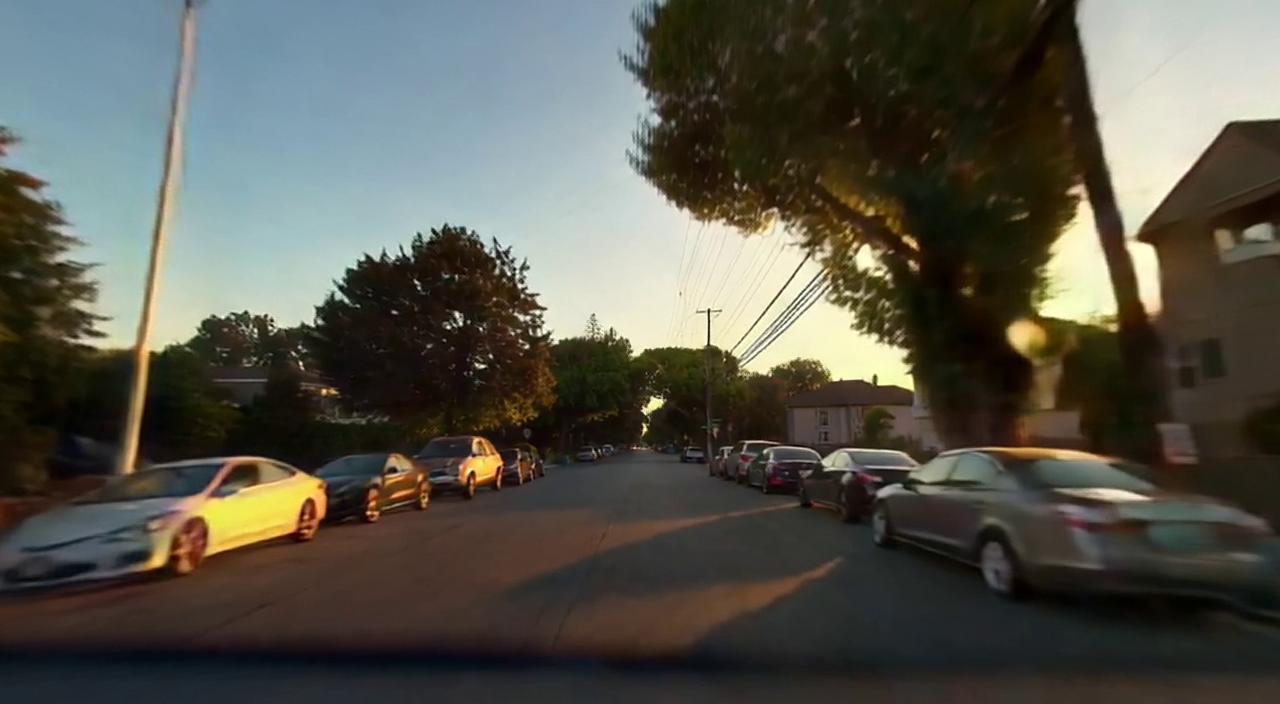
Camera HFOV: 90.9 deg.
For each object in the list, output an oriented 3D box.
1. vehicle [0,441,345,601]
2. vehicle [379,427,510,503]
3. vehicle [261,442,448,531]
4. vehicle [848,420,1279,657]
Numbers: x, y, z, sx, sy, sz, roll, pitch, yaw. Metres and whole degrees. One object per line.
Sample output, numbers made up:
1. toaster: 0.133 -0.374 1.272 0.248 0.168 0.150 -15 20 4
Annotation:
1. vehicle: -5.780 1.915 8.195 1.752 1.494 4.274 0 -8 1
2. vehicle: -5.600 3.287 18.916 2.052 1.916 5.084 0 -8 3
3. vehicle: -5.633 2.656 13.133 1.790 1.496 4.234 1 -8 2
4. vehicle: 3.859 1.578 6.525 1.873 1.546 4.599 0 -9 1
